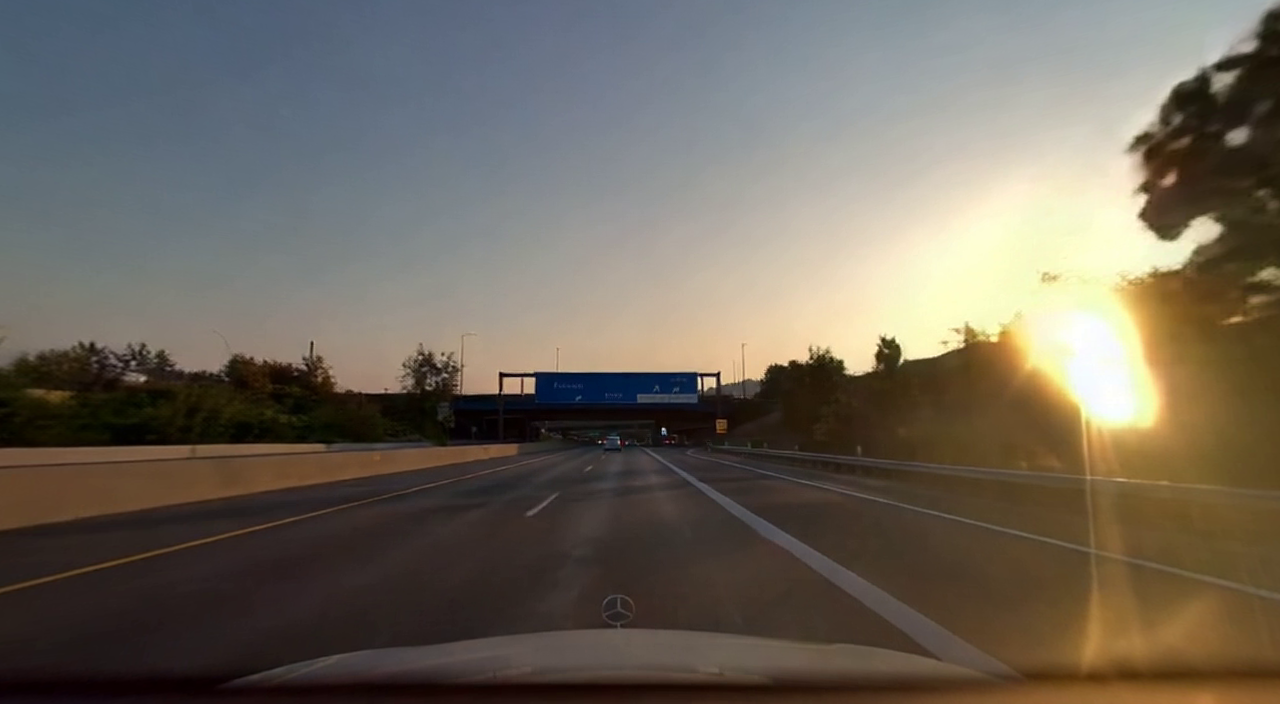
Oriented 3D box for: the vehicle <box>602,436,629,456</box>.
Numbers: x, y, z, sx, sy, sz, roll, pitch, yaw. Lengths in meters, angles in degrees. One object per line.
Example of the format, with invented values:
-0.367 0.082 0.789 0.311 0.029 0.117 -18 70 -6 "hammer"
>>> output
-1.938 7.401 49.461 2.025 1.519 3.924 0 -8 -2 "vehicle"
